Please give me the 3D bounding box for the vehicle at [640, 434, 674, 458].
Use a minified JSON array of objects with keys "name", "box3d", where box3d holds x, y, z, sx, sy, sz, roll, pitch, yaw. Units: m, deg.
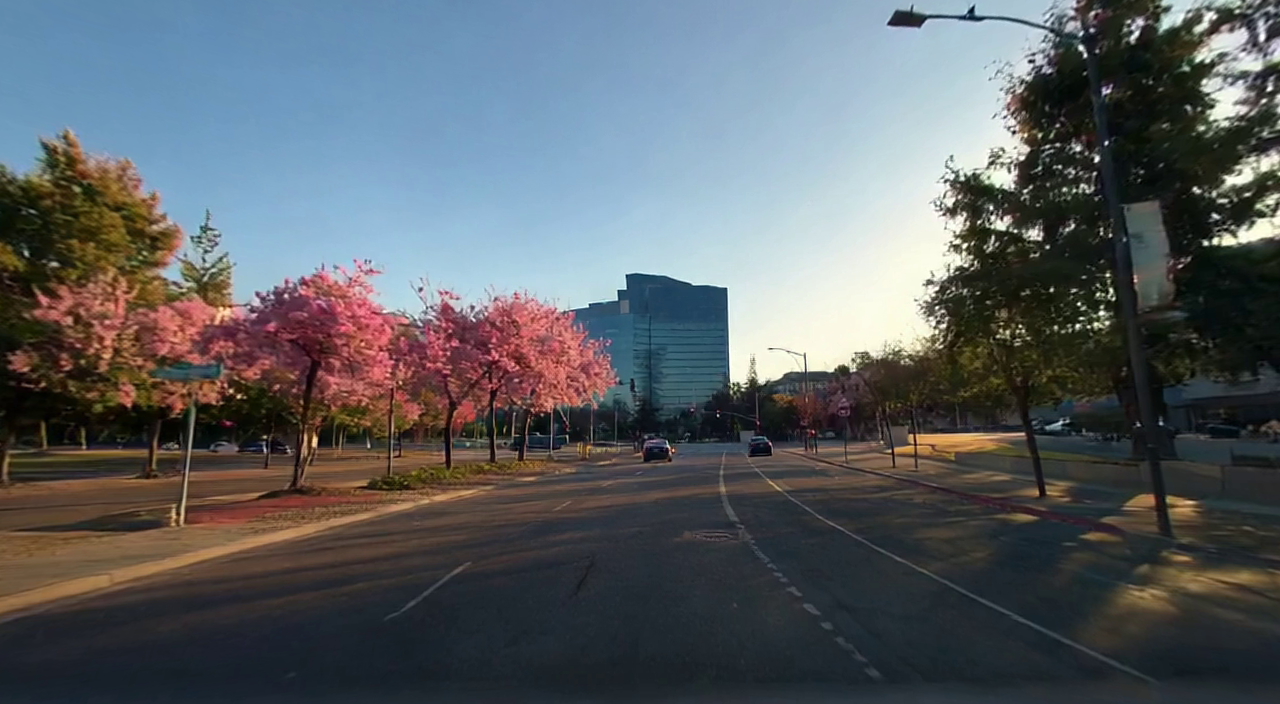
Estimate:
[{"name":"vehicle","box3d":[1.326,6.969,46.913,1.995,1.703,4.367,-1,-9,8]}]
